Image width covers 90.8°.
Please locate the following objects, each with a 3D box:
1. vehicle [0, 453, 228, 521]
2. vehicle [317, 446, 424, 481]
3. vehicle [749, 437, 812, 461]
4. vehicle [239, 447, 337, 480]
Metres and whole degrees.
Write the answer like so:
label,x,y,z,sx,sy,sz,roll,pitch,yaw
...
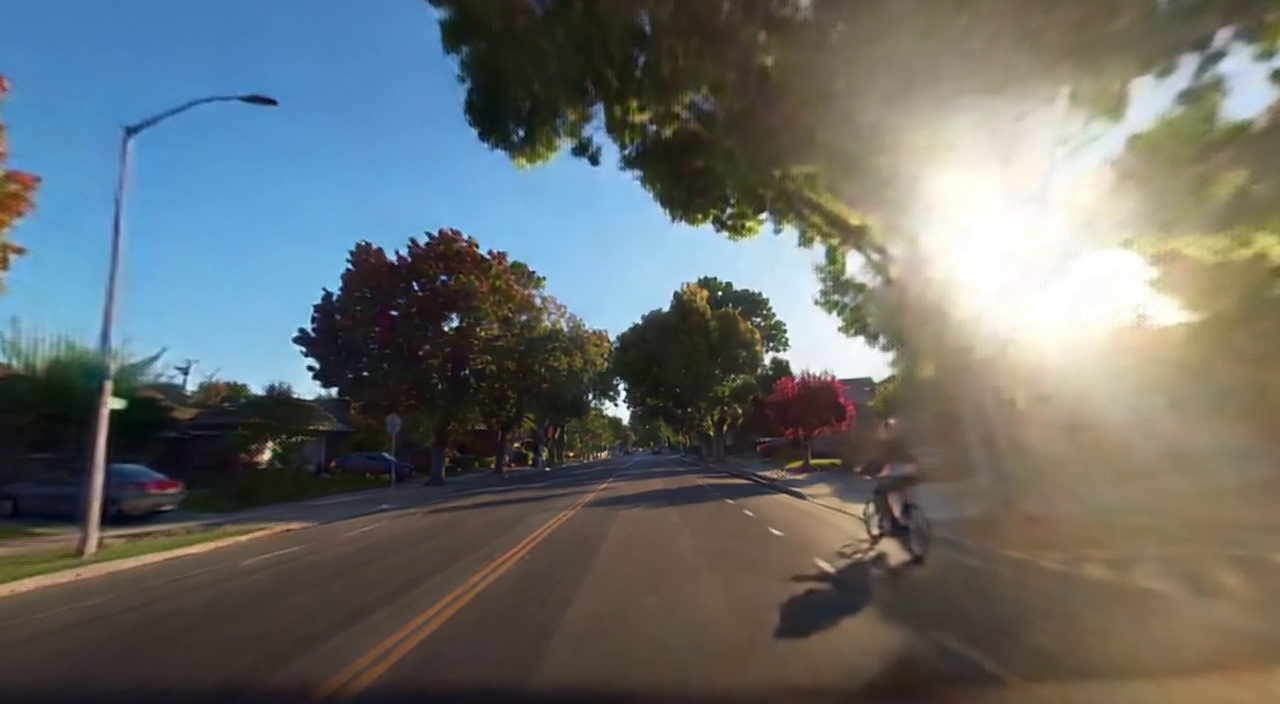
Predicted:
label,x,y,z,sx,sy,sz,roll,pitch,yaw
vehicle,-12.892,3.149,15.044,4.717,1.465,1.887,0,-9,-3
vehicle,-13.704,5.682,32.328,4.587,1.722,1.906,0,-9,-1
vehicle,10.808,7.519,48.870,4.449,1.765,1.917,-1,-9,4
vehicle,-19.536,6.142,35.124,4.455,1.707,1.939,6,-11,-36
